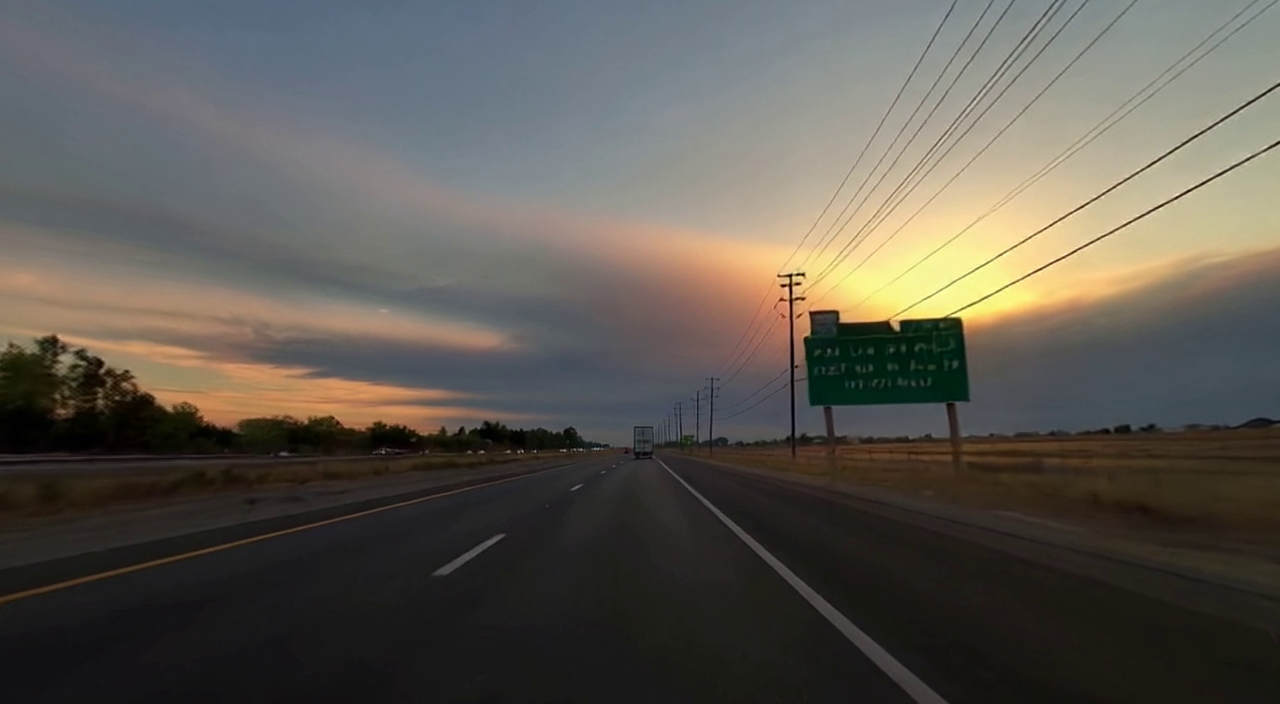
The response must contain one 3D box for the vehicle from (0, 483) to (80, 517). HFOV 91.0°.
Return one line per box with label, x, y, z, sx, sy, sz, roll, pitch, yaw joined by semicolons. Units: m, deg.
vehicle;-42.598;10.411;44.643;1.919;1.944;5.083;2;-9;-13
